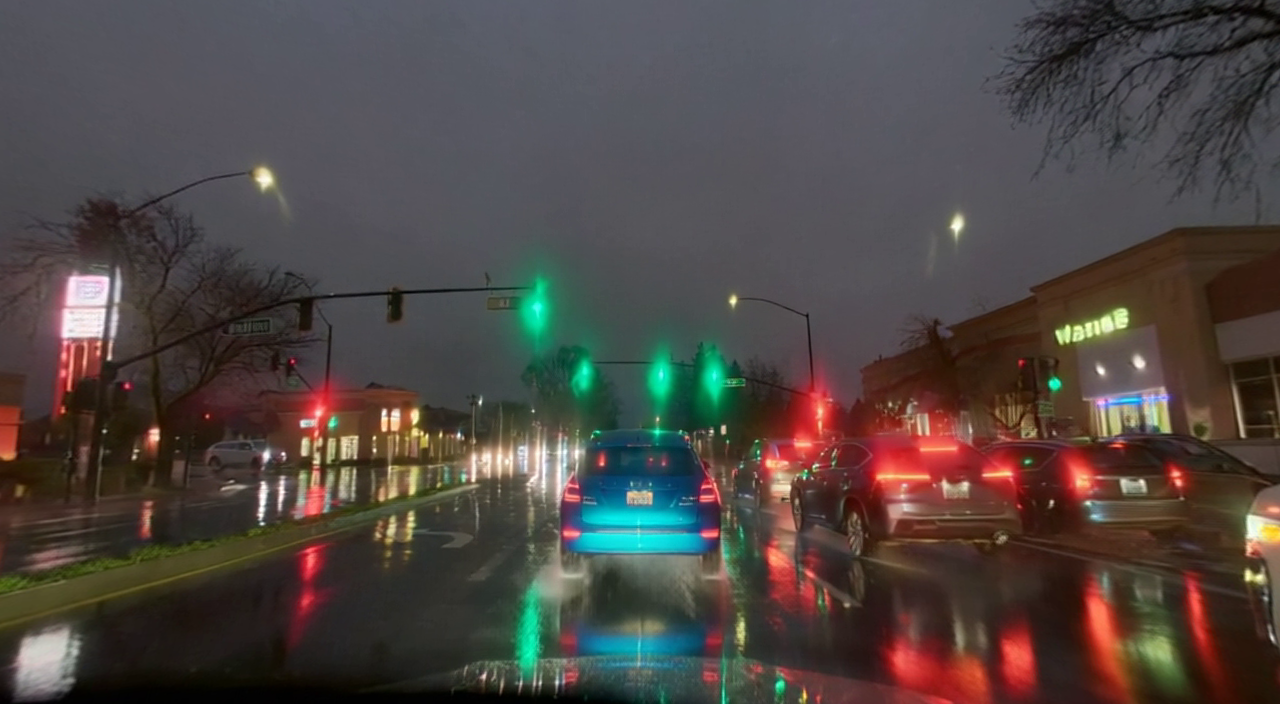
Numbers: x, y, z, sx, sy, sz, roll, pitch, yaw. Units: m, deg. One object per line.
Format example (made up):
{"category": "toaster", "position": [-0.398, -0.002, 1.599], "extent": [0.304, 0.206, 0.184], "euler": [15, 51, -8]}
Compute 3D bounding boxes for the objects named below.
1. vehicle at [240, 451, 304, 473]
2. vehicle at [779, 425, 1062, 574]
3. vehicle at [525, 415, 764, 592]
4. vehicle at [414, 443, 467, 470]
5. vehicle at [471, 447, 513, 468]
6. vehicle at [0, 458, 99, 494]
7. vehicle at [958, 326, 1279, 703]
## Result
{"category": "vehicle", "position": [-28.569, 8.528, 49.182], "extent": [4.205, 1.541, 1.780], "euler": [4, -10, -28]}
{"category": "vehicle", "position": [3.326, 1.819, 8.581], "extent": [1.865, 1.496, 4.170], "euler": [0, -9, -1]}
{"category": "vehicle", "position": [0.017, 1.655, 7.653], "extent": [2.154, 1.577, 3.723], "euler": [0, -9, -1]}
{"category": "vehicle", "position": [-15.068, 7.885, 48.028], "extent": [2.395, 1.903, 4.860], "euler": [-1, -9, 1]}
{"category": "vehicle", "position": [-11.244, 8.003, 48.232], "extent": [2.099, 1.478, 4.411], "euler": [0, -9, 0]}
{"category": "vehicle", "position": [-27.215, 5.501, 28.096], "extent": [4.285, 1.427, 1.883], "euler": [3, -9, -22]}
{"category": "vehicle", "position": [2.985, 0.705, 1.595], "extent": [2.075, 1.661, 4.401], "euler": [0, -9, 1]}
